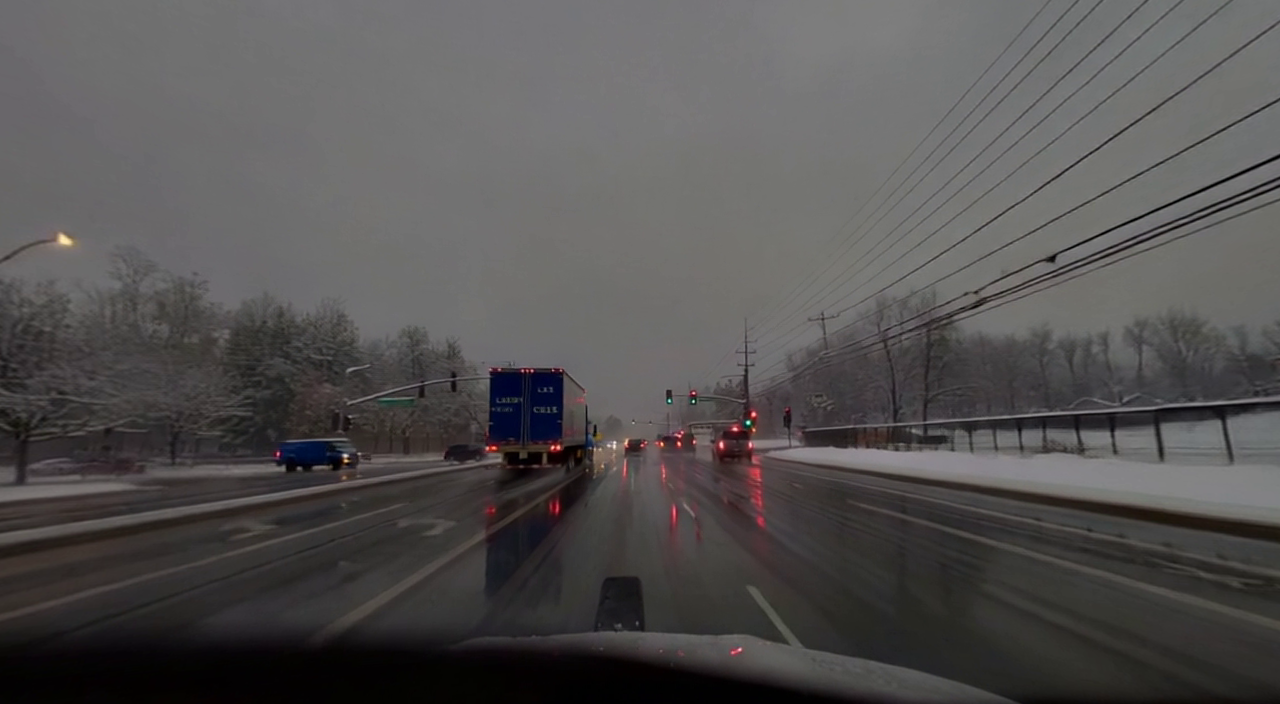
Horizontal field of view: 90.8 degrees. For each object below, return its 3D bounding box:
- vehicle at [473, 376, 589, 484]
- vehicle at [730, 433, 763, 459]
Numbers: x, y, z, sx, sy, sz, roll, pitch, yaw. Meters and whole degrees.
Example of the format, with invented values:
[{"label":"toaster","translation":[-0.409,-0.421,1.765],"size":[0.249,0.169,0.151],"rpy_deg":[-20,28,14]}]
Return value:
[{"label":"vehicle","translation":[-3.724,3.012,23.847],"size":[2.889,3.347,8.285],"rpy_deg":[0,-8,0]},{"label":"vehicle","translation":[7.281,6.450,43.333],"size":[2.102,1.662,4.533],"rpy_deg":[-2,-8,9]}]
